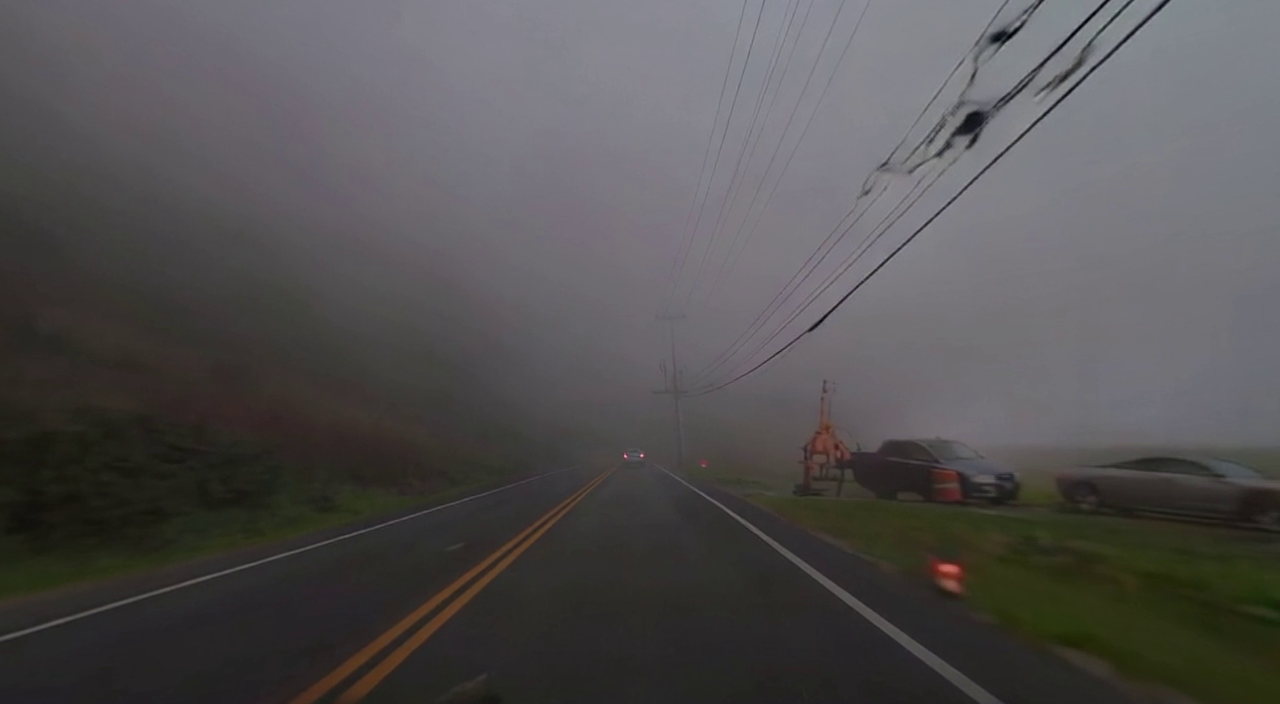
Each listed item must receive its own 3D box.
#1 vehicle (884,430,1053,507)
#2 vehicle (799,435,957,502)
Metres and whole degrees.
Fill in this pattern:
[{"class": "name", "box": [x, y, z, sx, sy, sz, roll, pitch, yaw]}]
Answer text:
[{"class": "vehicle", "box": [8.886, 3.170, 17.009, 4.536, 1.796, 1.988, 8, -13, -33]}, {"class": "vehicle", "box": [7.261, 3.523, 19.193, 4.620, 1.820, 1.917, 6, -10, -29]}]
